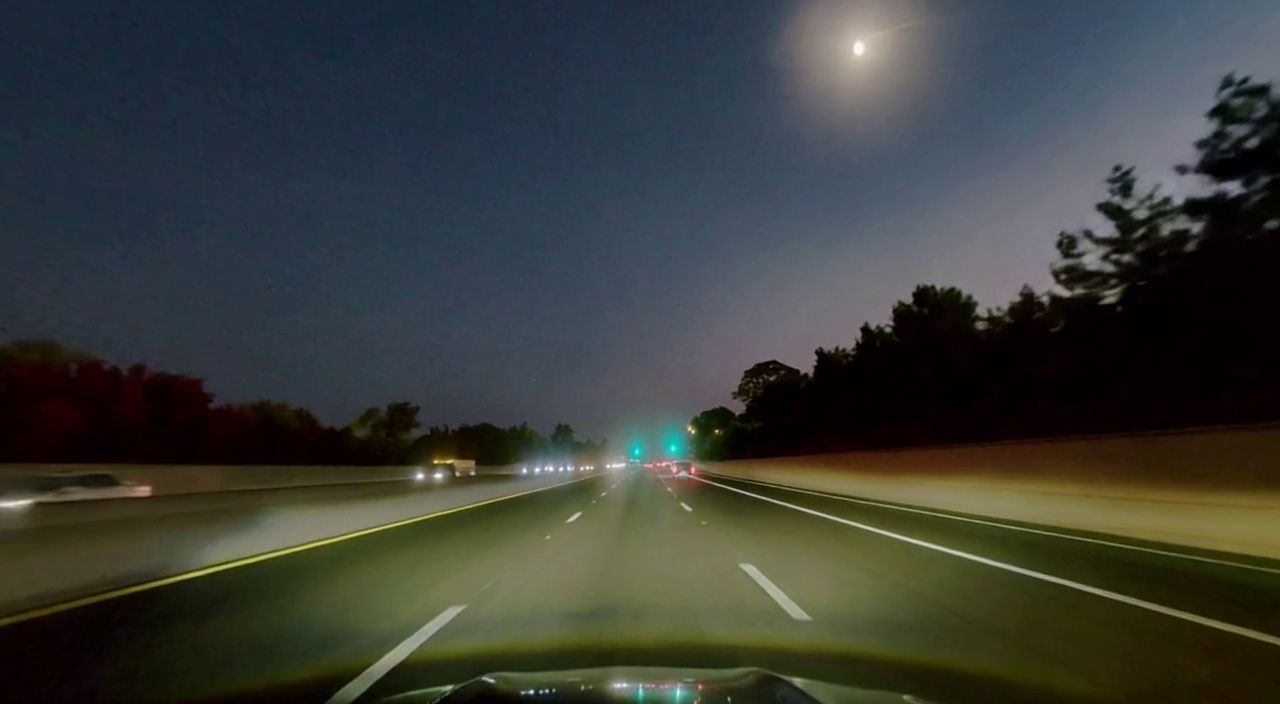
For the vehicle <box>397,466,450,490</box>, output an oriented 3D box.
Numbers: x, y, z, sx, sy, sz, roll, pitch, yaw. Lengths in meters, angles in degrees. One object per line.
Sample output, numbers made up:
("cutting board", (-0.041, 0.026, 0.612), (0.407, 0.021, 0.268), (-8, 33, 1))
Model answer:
("vehicle", (-14.429, 8.412, 42.305), (1.795, 1.496, 4.754), (1, -10, 1))
